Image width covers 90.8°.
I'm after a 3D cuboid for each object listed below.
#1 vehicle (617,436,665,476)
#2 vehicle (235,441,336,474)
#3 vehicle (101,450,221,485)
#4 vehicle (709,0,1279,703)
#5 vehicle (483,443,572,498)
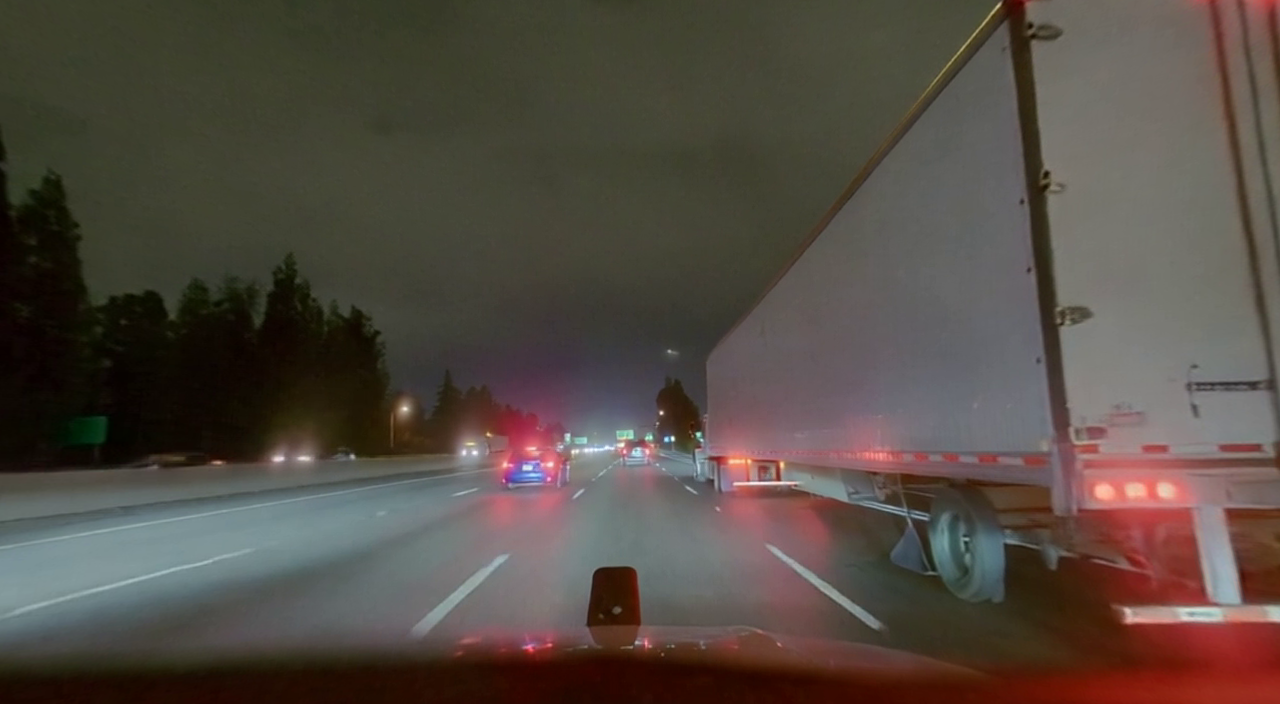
[{"bbox_3d":[0.019,5.083,31.113,2.203,1.805,4.358,0,-9,-1],"label":"vehicle"},{"bbox_3d":[-20.630,6.166,37.224,2.354,1.744,6.331,0,-9,0],"label":"vehicle"},{"bbox_3d":[-23.301,5.611,31.026,1.977,1.522,5.066,0,-9,-1],"label":"vehicle"},{"bbox_3d":[3.516,0.836,10.481,2.876,4.086,15.117,0,-9,-1],"label":"vehicle"},{"bbox_3d":[-3.206,3.474,18.907,1.864,1.406,4.544,0,-9,0],"label":"vehicle"}]
